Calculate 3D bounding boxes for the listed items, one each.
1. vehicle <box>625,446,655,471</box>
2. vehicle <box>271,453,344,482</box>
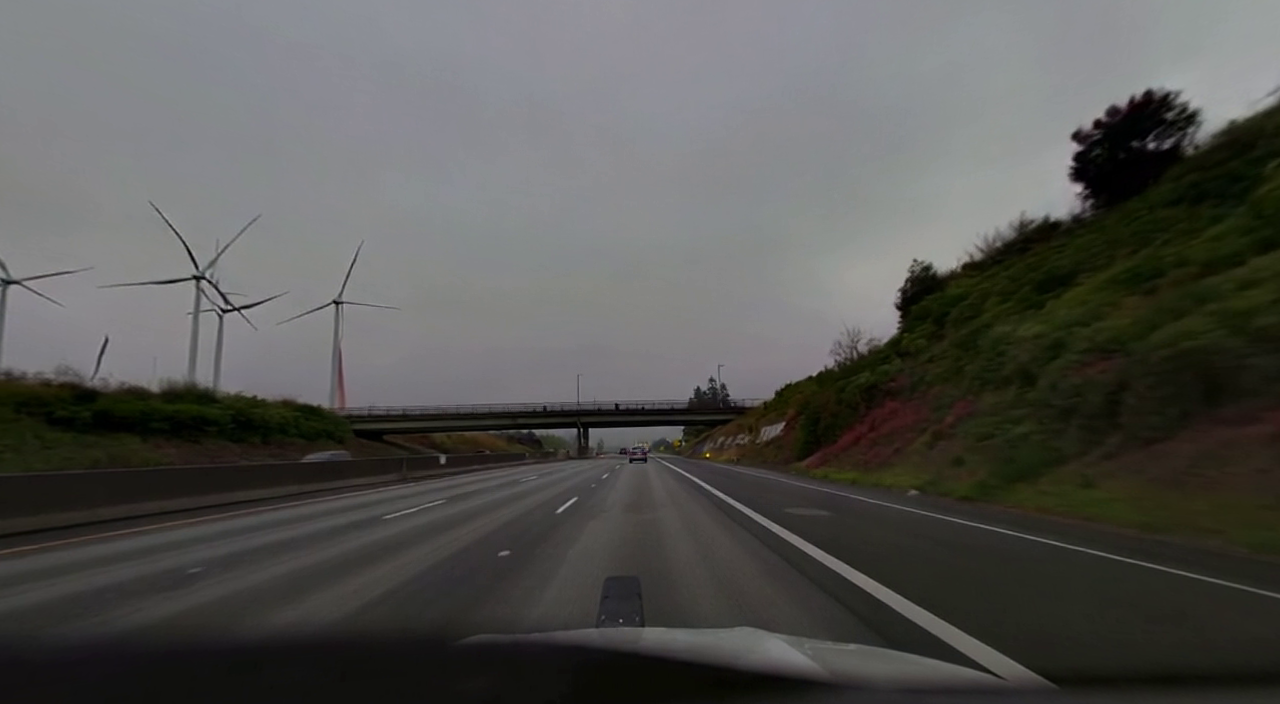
[{"bbox_3d":[0.013,6.991,41.549,1.870,1.481,4.234,0,-9,0],"label":"vehicle"},{"bbox_3d":[-18.589,6.477,35.518,1.854,1.489,4.070,0,-9,1],"label":"vehicle"}]
